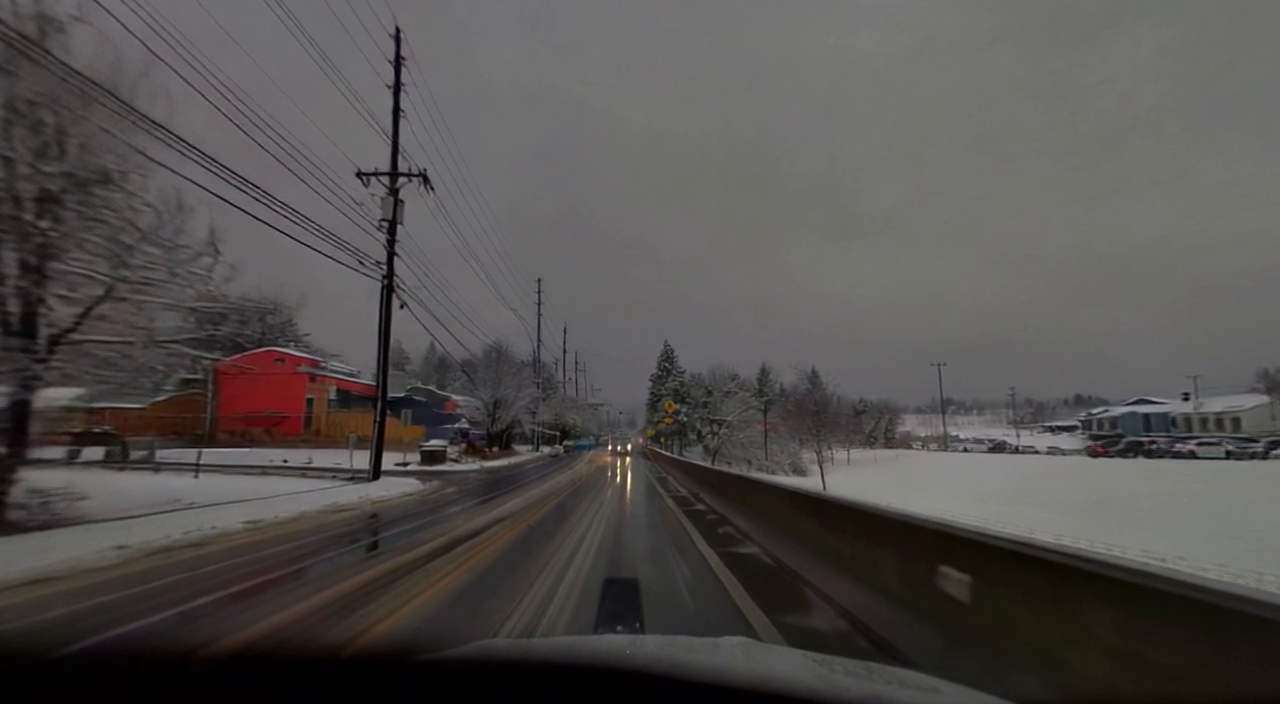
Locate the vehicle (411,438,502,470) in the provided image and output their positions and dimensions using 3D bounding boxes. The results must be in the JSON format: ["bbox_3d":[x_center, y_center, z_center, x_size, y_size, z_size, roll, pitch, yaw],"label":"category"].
[{"bbox_3d":[-10.294,5.750,35.706,4.500,1.674,1.915,8,-12,-42],"label":"vehicle"}]
